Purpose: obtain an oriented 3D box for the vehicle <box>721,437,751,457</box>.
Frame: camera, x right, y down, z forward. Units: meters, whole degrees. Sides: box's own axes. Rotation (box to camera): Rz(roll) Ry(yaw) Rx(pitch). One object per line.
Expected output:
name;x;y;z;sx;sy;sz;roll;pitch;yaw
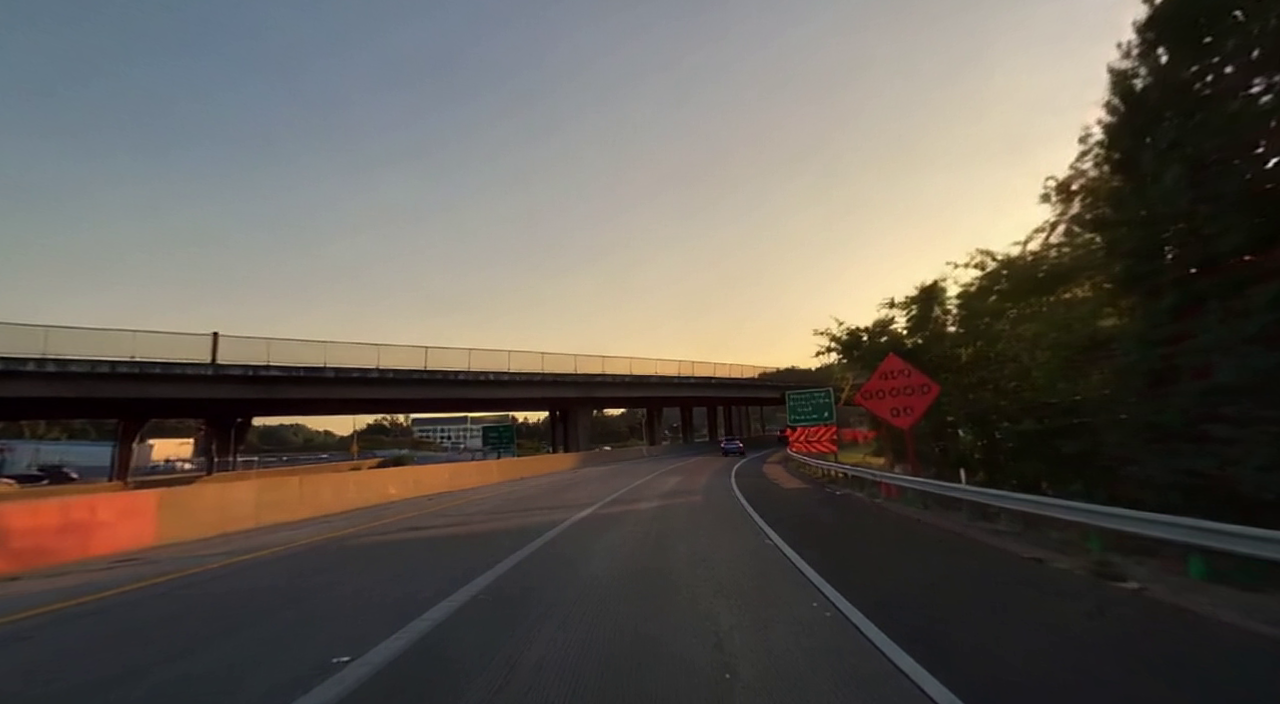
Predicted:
vehicle;7.626;7.556;49.836;1.985;1.511;4.012;-2;-9;13
